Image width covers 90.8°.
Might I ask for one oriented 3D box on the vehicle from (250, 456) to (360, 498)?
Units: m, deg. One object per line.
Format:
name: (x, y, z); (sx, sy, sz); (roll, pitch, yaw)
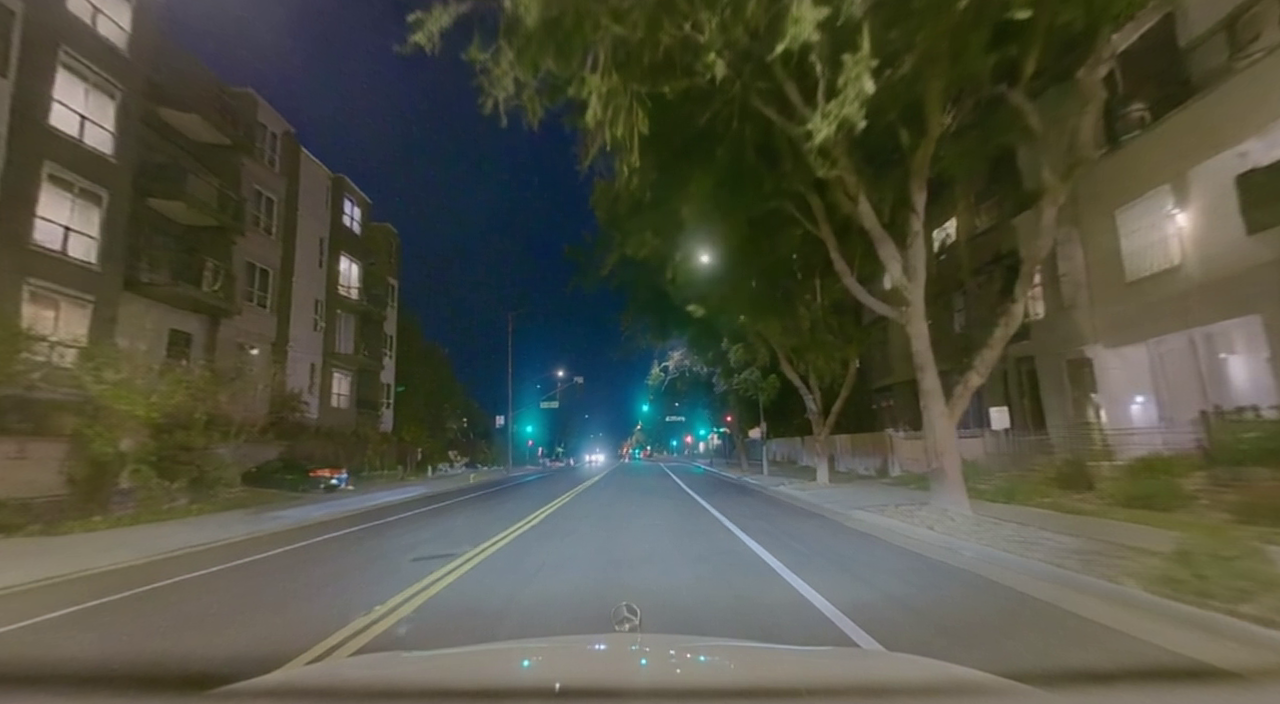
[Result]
vehicle: (-12.794, 4.769, 24.492); (1.934, 1.389, 4.364); (0, -9, -1)

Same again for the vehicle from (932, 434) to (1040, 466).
vehicle: (17.253, 4.934, 31.618); (4.161, 1.442, 2.023); (-1, -10, 0)
